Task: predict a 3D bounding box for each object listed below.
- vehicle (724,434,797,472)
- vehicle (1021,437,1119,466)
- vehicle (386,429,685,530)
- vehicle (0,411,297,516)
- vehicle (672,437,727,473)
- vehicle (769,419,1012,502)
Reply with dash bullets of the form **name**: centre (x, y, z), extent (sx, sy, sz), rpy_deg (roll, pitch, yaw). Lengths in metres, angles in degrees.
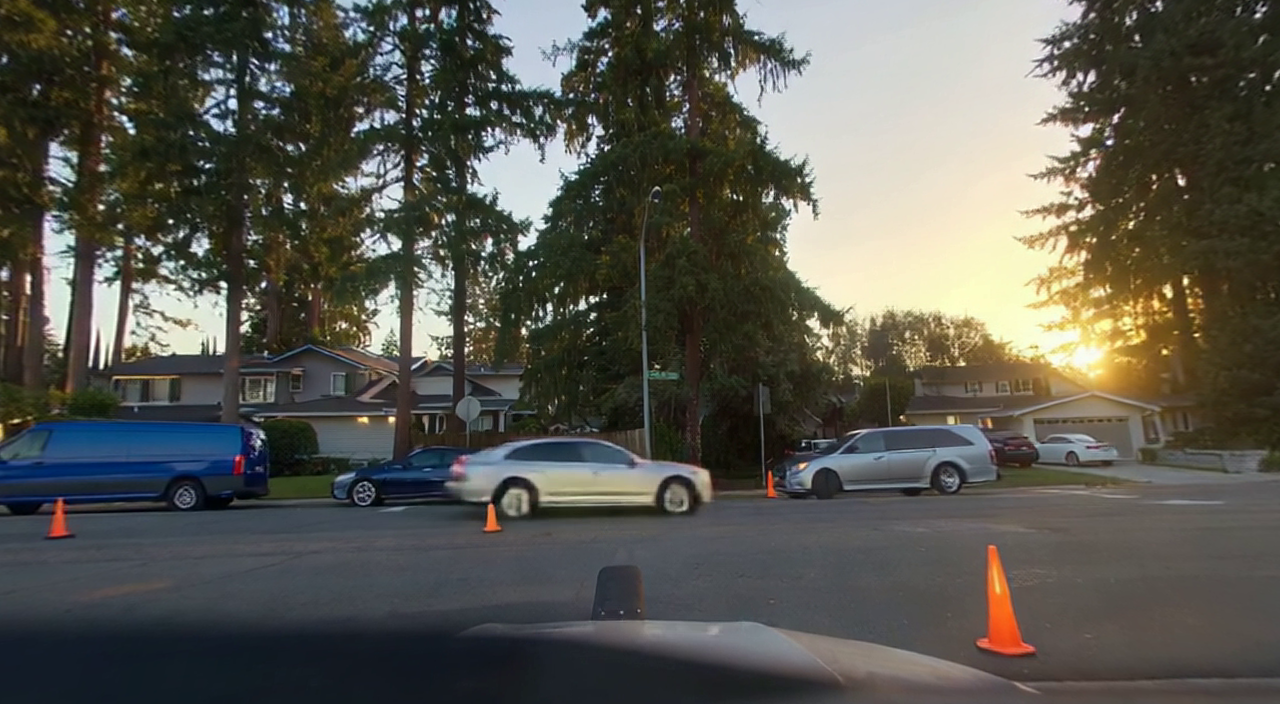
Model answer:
- **vehicle**: centre (5.275, 4.498, 28.301), extent (2.007, 1.555, 4.204), rpy_deg (1, -9, -7)
- **vehicle**: centre (22.657, 5.255, 33.375), extent (3.863, 1.453, 1.826), rpy_deg (1, -8, -4)
- **vehicle**: centre (-1.674, 2.171, 11.107), extent (4.684, 1.556, 2.087), rpy_deg (0, -8, -3)
- **vehicle**: centre (-14.135, 3.079, 17.223), extent (7.824, 2.323, 2.863), rpy_deg (-2, -10, -3)
- **vehicle**: centre (2.577, 4.582, 28.318), extent (1.745, 1.461, 4.074), rpy_deg (1, -9, -5)
- **vehicle**: centre (5.968, 2.621, 15.492), extent (5.047, 1.851, 2.103), rpy_deg (1, -9, -6)
